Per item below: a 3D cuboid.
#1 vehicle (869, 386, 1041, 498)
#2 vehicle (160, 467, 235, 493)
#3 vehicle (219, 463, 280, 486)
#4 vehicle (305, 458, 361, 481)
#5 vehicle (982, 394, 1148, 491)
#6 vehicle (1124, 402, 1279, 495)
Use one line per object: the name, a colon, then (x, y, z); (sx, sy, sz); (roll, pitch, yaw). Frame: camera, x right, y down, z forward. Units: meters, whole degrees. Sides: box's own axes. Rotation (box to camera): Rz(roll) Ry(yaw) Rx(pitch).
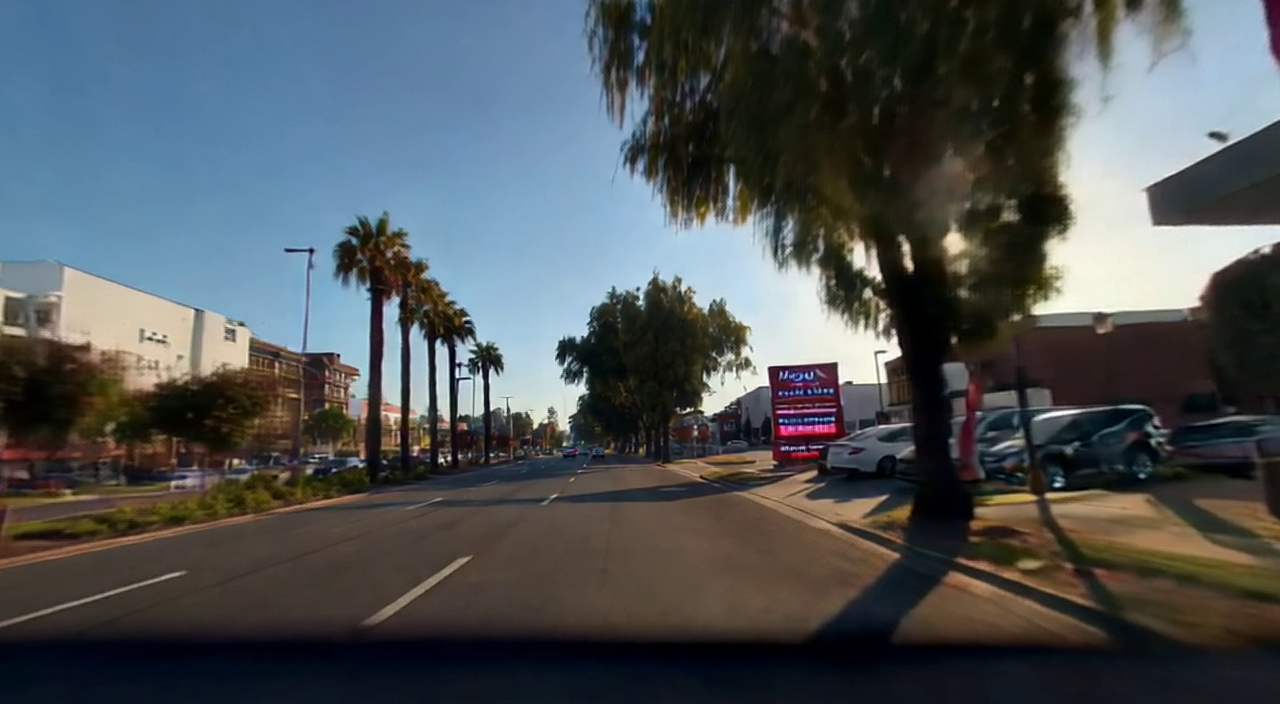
vehicle: (9.692, 2.746, 19.207); (5.942, 2.851, 2.531); (8, -12, -42)
vehicle: (-28.320, 8.168, 40.630); (1.909, 1.436, 4.443); (1, -9, -5)
vehicle: (-28.758, 9.037, 46.674); (1.861, 1.474, 4.719); (1, -9, -6)
vehicle: (-22.472, 8.579, 46.412); (1.970, 1.511, 4.836); (0, -9, -4)
vehicle: (11.740, 2.481, 17.246); (2.514, 2.172, 5.798); (-9, -12, 44)
vehicle: (16.048, 2.515, 17.484); (2.525, 2.043, 6.684); (-7, -8, 24)
